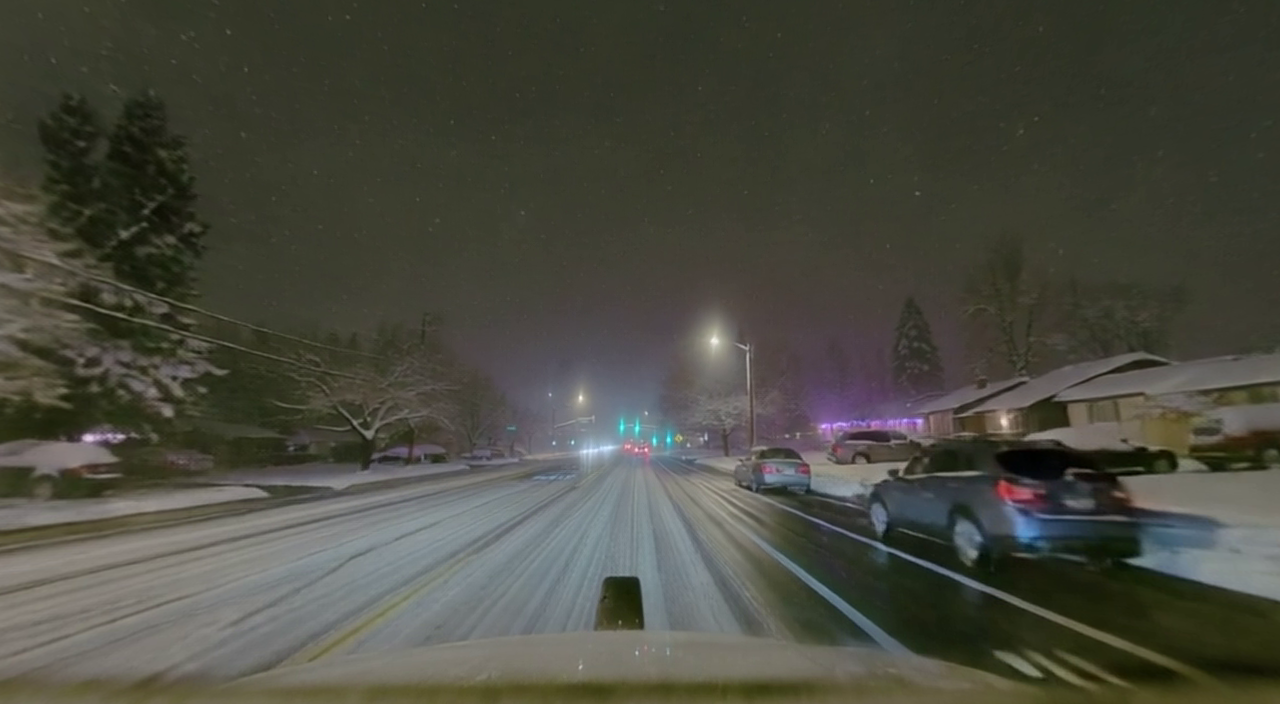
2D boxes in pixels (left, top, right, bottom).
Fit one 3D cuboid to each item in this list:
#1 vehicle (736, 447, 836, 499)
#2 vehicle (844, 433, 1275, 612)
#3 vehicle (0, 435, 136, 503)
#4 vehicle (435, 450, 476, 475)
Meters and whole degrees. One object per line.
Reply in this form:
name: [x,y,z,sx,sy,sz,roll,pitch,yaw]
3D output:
vehicle: [4.558,3.834,20.537,1.980,1.465,4.970,0,-8,-1]
vehicle: [4.420,1.831,7.899,1.999,1.512,4.826,0,-8,-2]
vehicle: [-19.388,3.564,19.433,5.684,1.934,2.217,0,-8,1]
vehicle: [-13.038,7.812,44.652,1.791,1.552,3.919,-3,-8,0]
